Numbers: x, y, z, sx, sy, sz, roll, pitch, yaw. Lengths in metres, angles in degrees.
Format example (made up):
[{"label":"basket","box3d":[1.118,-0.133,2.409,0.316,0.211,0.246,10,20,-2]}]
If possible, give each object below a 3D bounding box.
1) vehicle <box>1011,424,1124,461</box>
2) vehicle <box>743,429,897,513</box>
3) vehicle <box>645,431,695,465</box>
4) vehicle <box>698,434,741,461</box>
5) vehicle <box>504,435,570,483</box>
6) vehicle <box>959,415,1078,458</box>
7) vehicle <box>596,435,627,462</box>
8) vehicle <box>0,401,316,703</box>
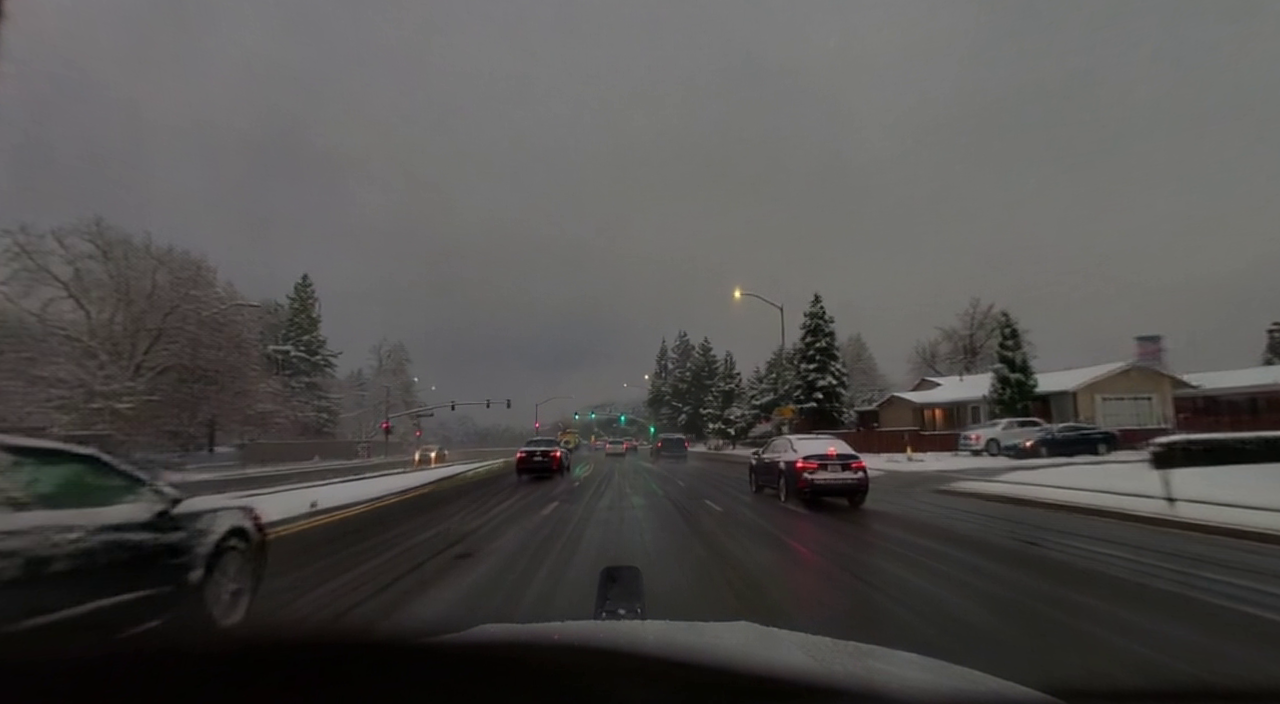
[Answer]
[{"label":"vehicle","box3d":[19.414,4.075,28.688,4.372,1.425,1.833,0,-8,-18]},{"label":"vehicle","box3d":[3.581,2.435,13.401,1.870,1.491,4.009,0,-8,-3]},{"label":"vehicle","box3d":[1.807,6.048,39.972,2.391,1.960,5.600,0,-8,-5]},{"label":"vehicle","box3d":[5.485,6.653,43.987,2.011,1.805,4.260,1,-9,-6]},{"label":"vehicle","box3d":[-3.672,3.872,23.214,1.922,1.577,4.140,0,-8,-3]},{"label":"vehicle","box3d":[19.165,4.306,32.027,5.335,2.053,2.123,3,-9,-20]},{"label":"vehicle","box3d":[-2.214,7.303,47.850,2.164,1.867,4.254,0,-8,-6]},{"label":"vehicle","box3d":[-3.489,0.987,2.796,1.924,1.473,4.200,0,-8,-1]}]
